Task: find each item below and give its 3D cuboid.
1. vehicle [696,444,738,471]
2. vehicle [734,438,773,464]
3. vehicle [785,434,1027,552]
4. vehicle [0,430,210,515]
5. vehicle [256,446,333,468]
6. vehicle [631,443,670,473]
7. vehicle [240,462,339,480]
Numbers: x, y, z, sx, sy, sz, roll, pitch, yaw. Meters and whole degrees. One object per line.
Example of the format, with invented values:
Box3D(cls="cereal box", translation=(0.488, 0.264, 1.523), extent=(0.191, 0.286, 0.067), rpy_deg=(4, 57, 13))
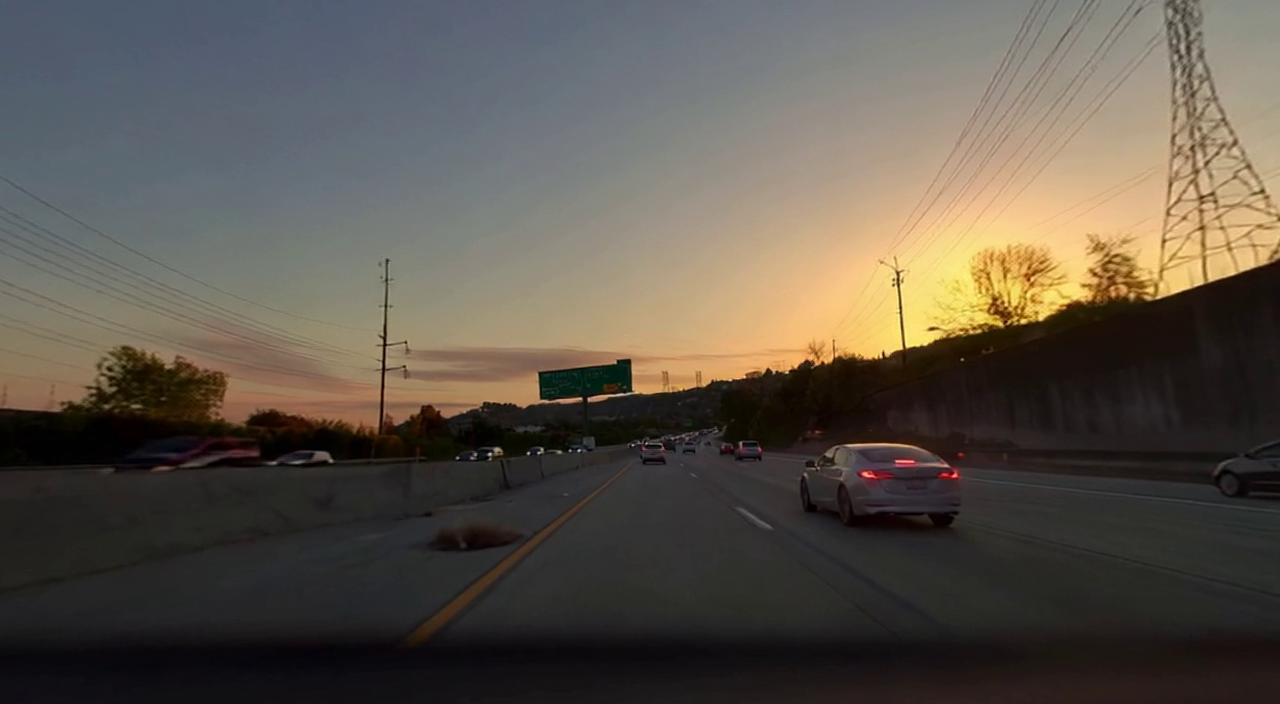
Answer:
Box3D(cls="vehicle", translation=(4.459, 6.137, 37.015), extent=(1.936, 1.465, 4.060), rpy_deg=(0, -8, 0))
Box3D(cls="vehicle", translation=(8.350, 7.359, 46.834), extent=(2.041, 1.821, 4.562), rpy_deg=(0, -8, 0))
Box3D(cls="vehicle", translation=(3.895, 2.116, 10.275), extent=(1.986, 1.478, 4.429), rpy_deg=(0, -8, 0))
Box3D(cls="vehicle", translation=(-14.296, 3.046, 16.619), extent=(2.080, 1.857, 5.305), rpy_deg=(0, -8, 1))
Box3D(cls="vehicle", translation=(-20.105, 6.111, 36.961), extent=(1.767, 1.188, 4.702), rpy_deg=(0, -8, 2))
Box3D(cls="vehicle", translation=(0.577, 5.934, 35.445), extent=(2.042, 1.581, 3.769), rpy_deg=(0, -8, 1))
Box3D(cls="vehicle", translation=(-20.082, 6.847, 36.490), extent=(2.456, 0.778, 5.571), rpy_deg=(-1, -8, 2))
